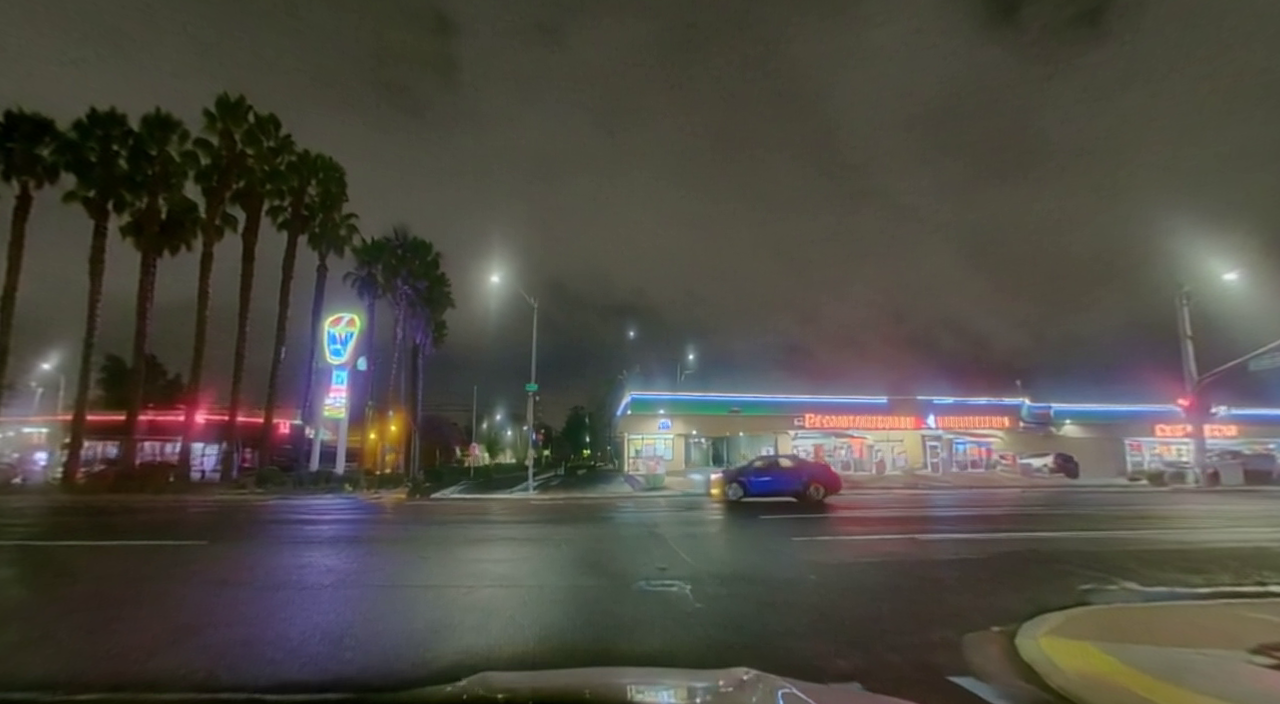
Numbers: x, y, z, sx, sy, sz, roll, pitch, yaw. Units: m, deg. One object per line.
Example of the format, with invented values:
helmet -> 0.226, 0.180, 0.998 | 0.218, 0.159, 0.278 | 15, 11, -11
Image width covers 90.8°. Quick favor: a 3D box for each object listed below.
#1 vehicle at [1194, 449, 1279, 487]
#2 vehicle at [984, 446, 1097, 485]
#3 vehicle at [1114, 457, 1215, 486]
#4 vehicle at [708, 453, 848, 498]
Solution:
vehicle -> 34.933, 6.409, 35.219 | 2.490, 1.958, 5.823 | 1, -8, -5
vehicle -> 22.086, 6.245, 34.932 | 4.880, 1.754, 2.202 | -1, -5, -6
vehicle -> 31.740, 7.217, 38.422 | 2.074, 1.480, 4.369 | 1, -8, -6
vehicle -> 4.919, 4.454, 22.932 | 4.570, 1.480, 1.873 | 0, -8, -4
